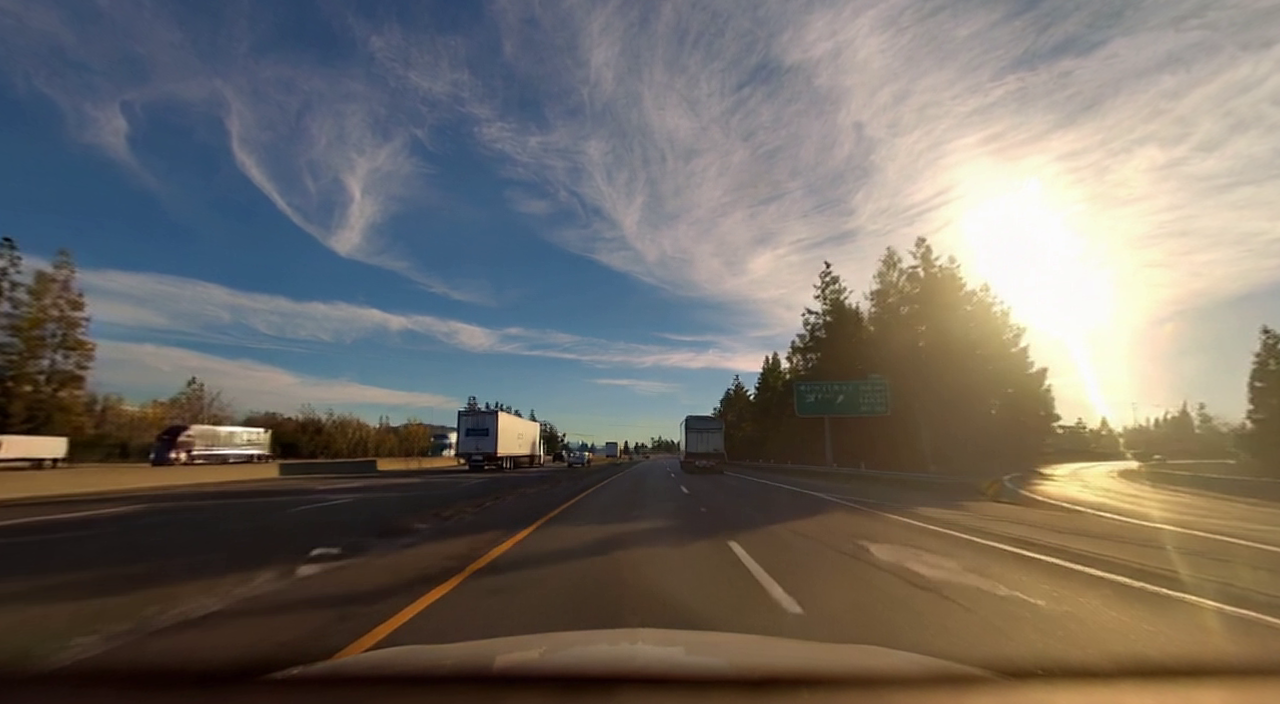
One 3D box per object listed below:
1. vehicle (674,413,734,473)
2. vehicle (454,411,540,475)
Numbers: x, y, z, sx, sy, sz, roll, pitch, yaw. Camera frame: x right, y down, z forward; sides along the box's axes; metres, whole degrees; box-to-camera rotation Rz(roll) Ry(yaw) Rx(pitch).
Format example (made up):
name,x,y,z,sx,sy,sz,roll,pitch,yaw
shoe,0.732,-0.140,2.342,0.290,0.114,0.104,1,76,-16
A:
name,x,y,z,sx,sy,sz,roll,pitch,yaw
vehicle,4.280,6.608,45.433,2.928,3.595,13.975,0,-9,0
vehicle,-10.197,6.873,47.249,2.891,4.062,14.230,0,-9,1
